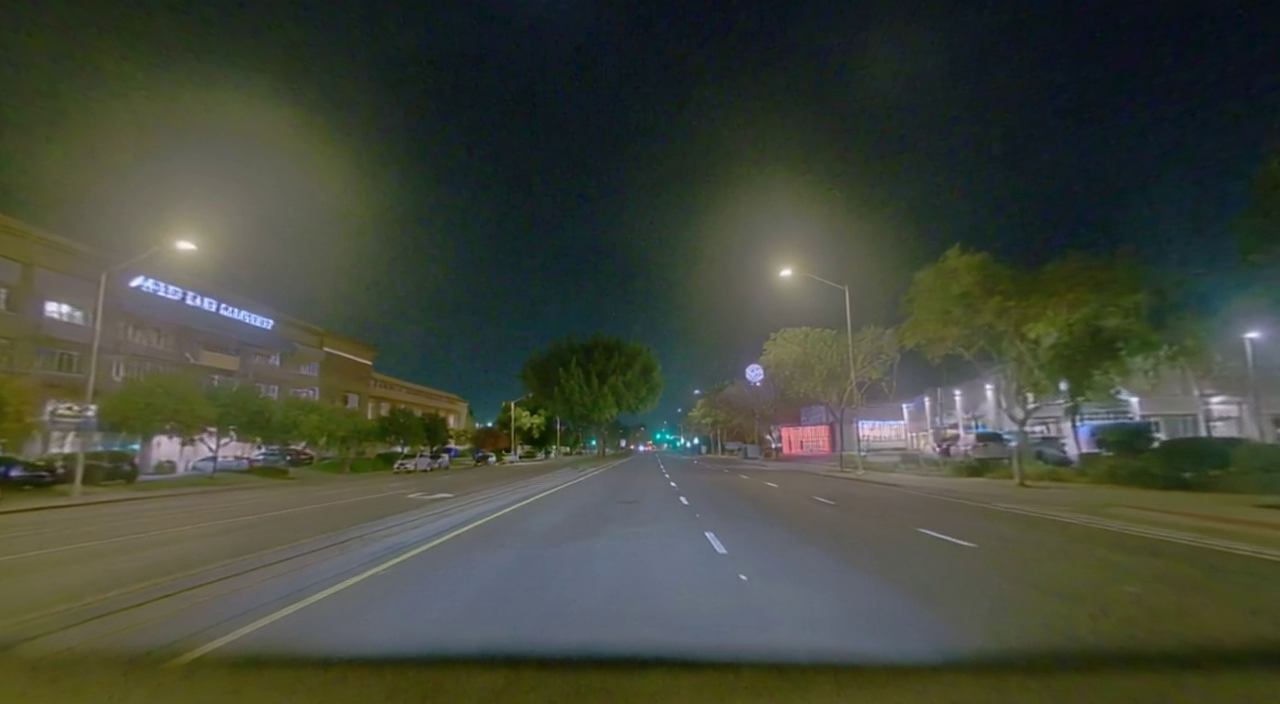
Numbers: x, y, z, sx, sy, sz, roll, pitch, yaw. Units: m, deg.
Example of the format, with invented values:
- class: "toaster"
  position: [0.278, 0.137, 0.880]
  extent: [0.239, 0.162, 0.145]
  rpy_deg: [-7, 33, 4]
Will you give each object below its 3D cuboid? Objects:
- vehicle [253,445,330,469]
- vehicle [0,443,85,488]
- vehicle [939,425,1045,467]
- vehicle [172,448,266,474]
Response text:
- class: "vehicle"
  position: [-26.824, 8.089, 48.391]
  extent: [4.472, 1.717, 2.392]
  rpy_deg: [1, -8, -2]
- class: "vehicle"
  position: [-27.120, 4.847, 26.967]
  extent: [4.430, 1.782, 2.168]
  rpy_deg: [0, -8, 1]
- class: "vehicle"
  position: [16.726, 4.511, 30.194]
  extent: [2.151, 1.814, 5.129]
  rpy_deg: [0, -8, 1]
- class: "vehicle"
  position: [-27.527, 7.133, 41.193]
  extent: [4.573, 1.633, 2.016]
  rpy_deg: [1, -8, -5]
